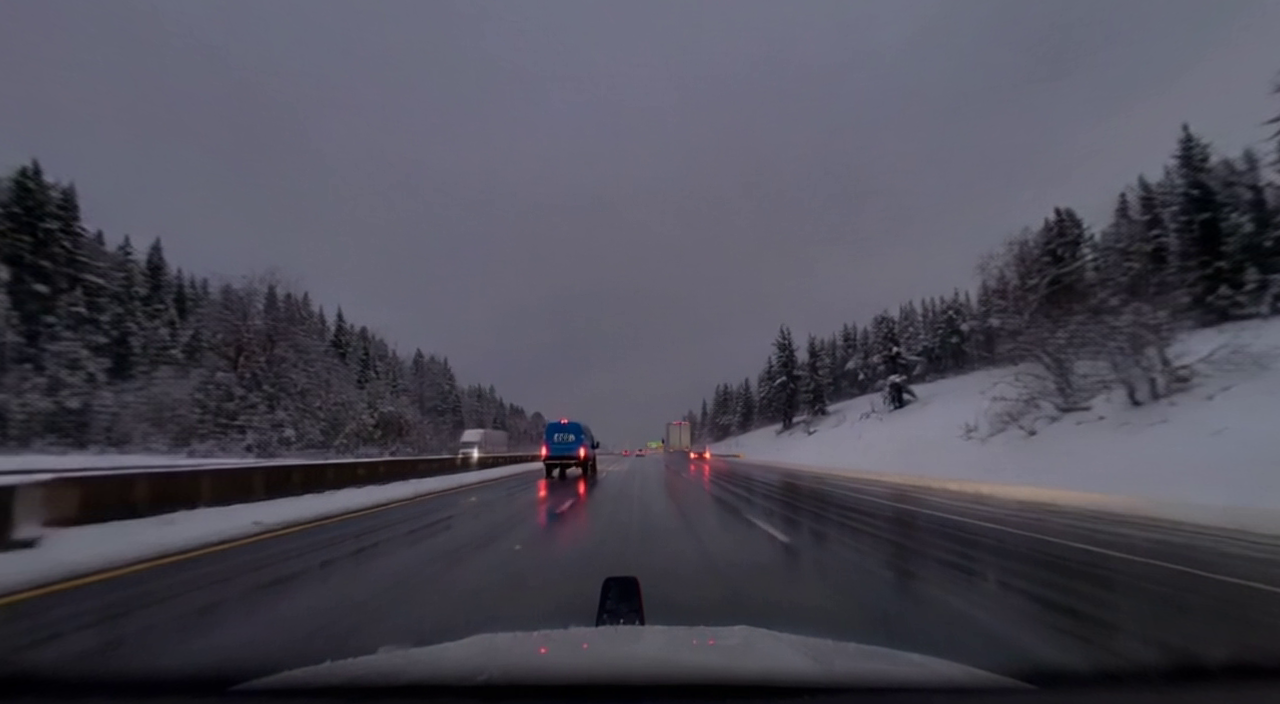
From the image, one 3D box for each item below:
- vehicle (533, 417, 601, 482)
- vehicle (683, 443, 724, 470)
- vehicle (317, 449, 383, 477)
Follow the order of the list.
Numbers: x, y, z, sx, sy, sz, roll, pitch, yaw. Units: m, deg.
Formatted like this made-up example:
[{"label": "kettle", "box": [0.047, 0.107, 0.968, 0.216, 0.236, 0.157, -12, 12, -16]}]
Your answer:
[{"label": "vehicle", "box": [-3.199, 4.537, 29.464, 2.380, 2.648, 6.879, 0, -9, 0]}, {"label": "vehicle", "box": [4.065, 6.757, 41.040, 2.066, 1.638, 4.158, 0, -9, -2]}, {"label": "vehicle", "box": [-16.283, 6.235, 35.617, 1.745, 1.456, 4.110, 0, -9, 0]}]
